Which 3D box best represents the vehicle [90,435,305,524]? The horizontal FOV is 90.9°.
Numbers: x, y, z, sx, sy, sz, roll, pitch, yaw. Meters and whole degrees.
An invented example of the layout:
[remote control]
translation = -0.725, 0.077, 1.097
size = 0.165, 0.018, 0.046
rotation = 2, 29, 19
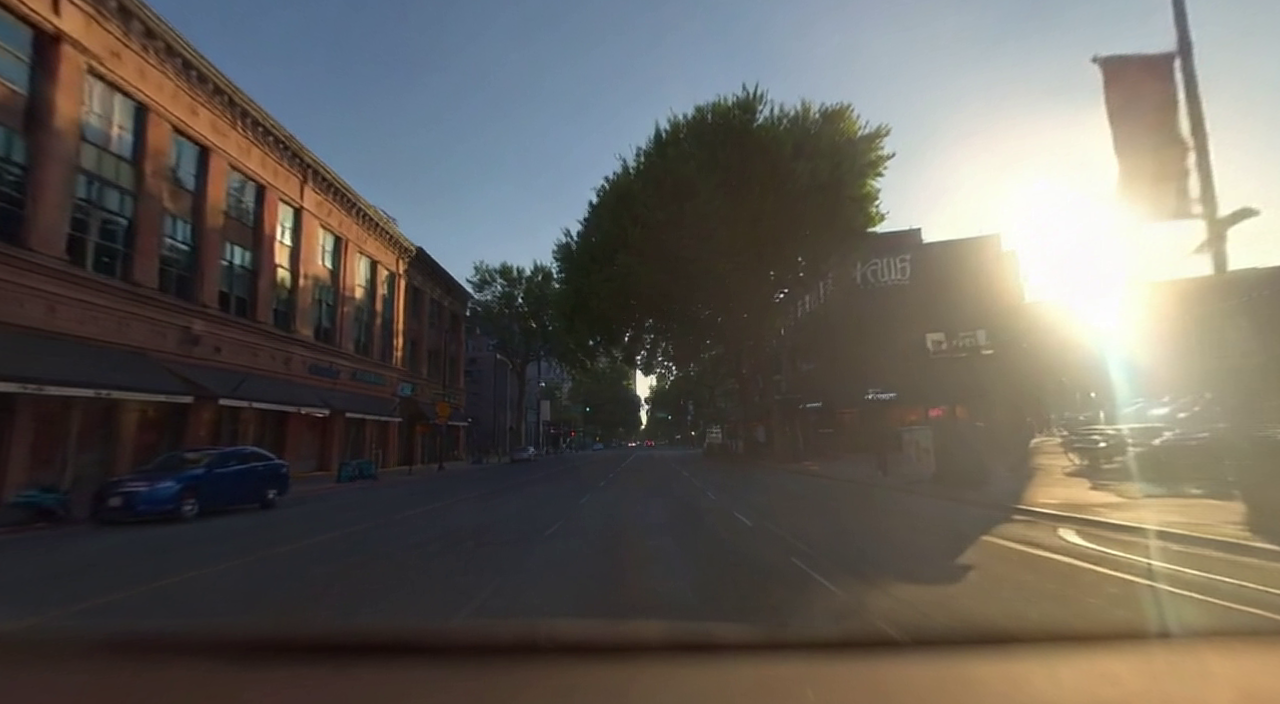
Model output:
[vehicle]
translation = -10.781, 3.063, 15.944
size = 2.060, 1.796, 4.675
rotation = -1, -7, 0
